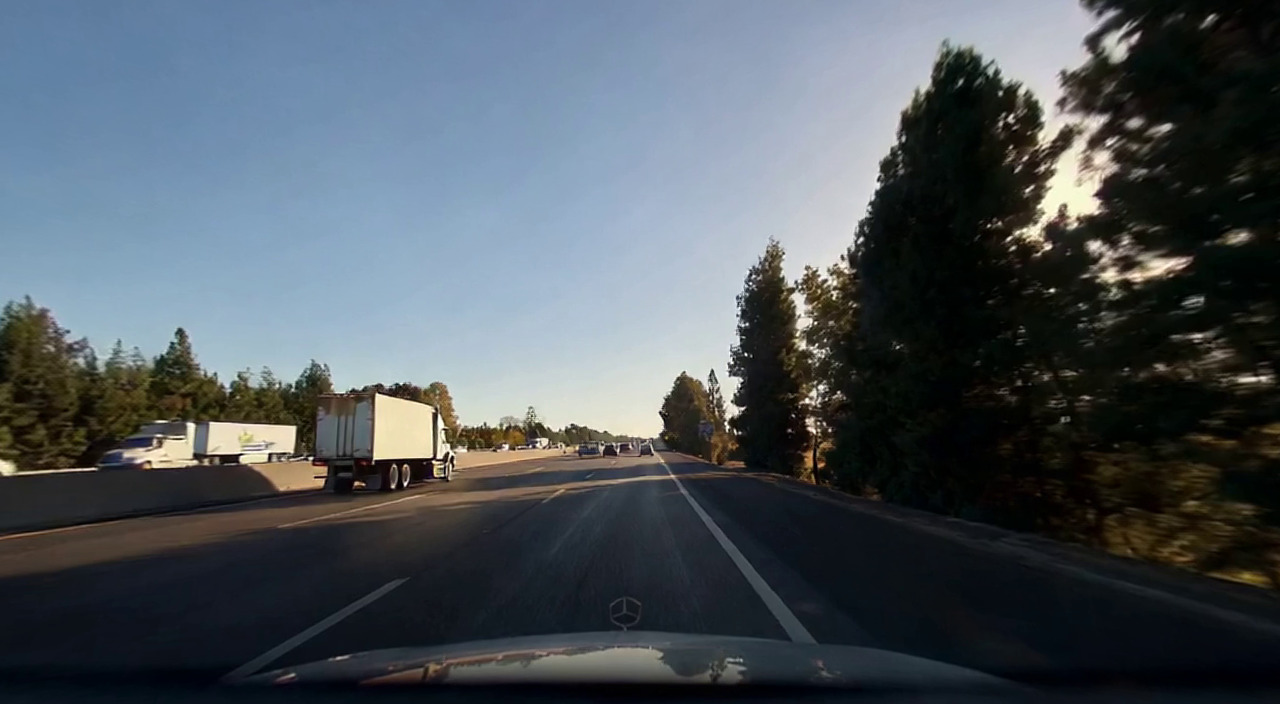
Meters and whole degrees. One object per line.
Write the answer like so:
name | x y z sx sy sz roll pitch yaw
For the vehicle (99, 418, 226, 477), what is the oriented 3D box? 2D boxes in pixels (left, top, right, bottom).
vehicle | -36.193 7.301 48.253 3.008 4.085 8.150 0 -9 1

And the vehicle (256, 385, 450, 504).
vehicle | -7.418 2.541 17.317 2.444 2.685 5.893 0 -9 1
